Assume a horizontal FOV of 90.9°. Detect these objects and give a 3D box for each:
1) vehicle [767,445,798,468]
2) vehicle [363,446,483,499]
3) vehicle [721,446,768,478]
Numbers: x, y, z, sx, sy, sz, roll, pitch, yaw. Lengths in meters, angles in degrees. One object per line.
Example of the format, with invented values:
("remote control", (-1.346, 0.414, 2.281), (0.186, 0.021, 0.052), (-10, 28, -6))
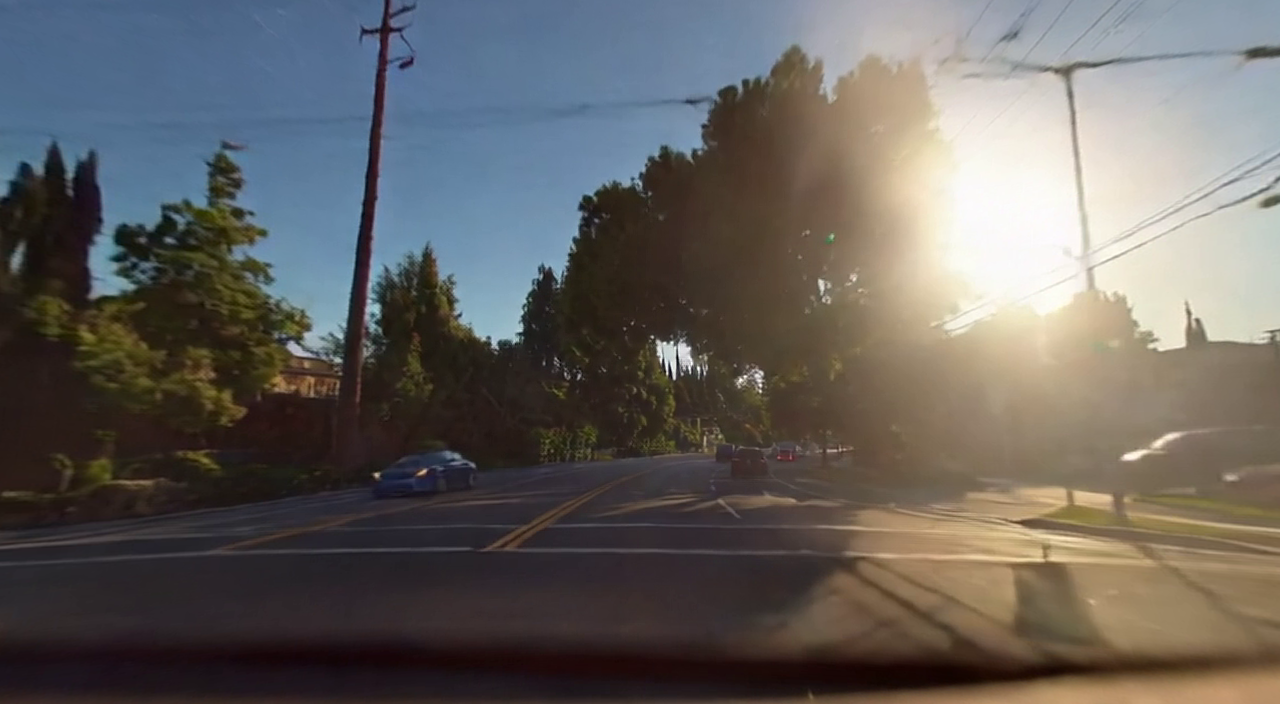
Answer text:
("vehicle", (10.980, 8.055, 48.715), (2.027, 1.674, 4.256), (-1, -8, 9))
("vehicle", (-6.642, 3.719, 19.906), (1.985, 1.463, 4.294), (-1, -8, 5))
("vehicle", (5.360, 5.667, 32.764), (1.951, 1.479, 4.487), (-1, -8, 4))
